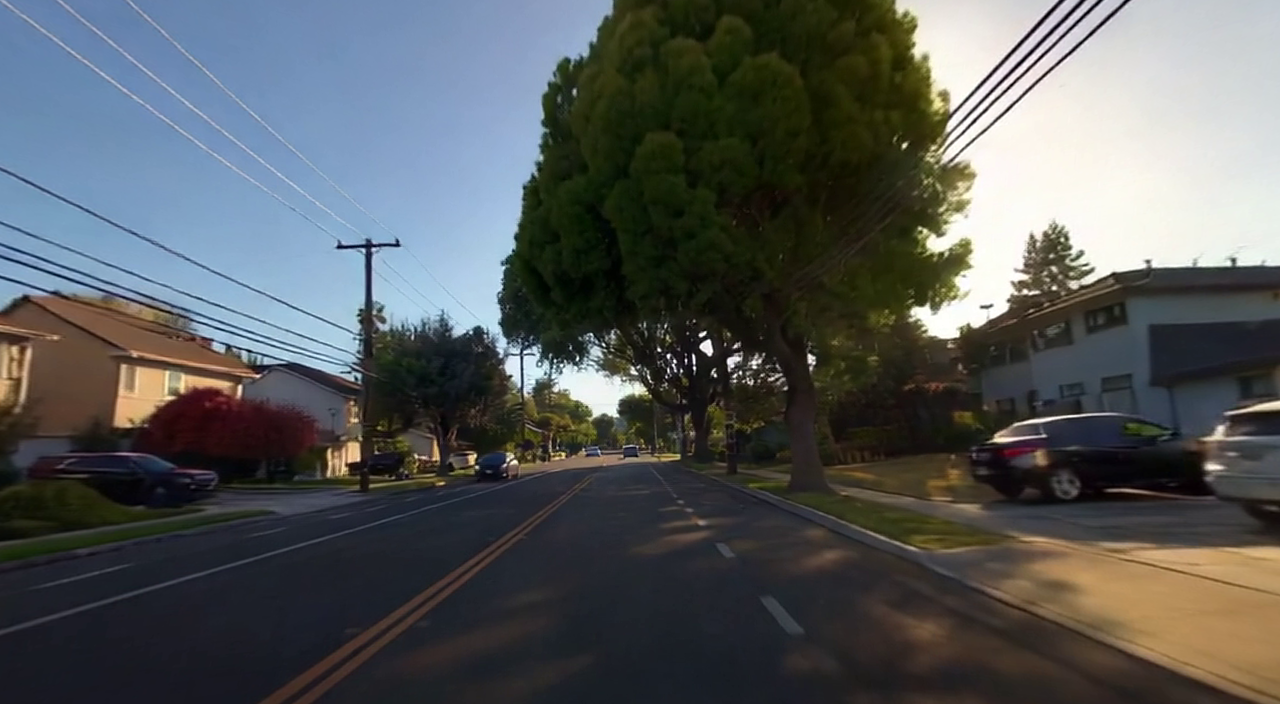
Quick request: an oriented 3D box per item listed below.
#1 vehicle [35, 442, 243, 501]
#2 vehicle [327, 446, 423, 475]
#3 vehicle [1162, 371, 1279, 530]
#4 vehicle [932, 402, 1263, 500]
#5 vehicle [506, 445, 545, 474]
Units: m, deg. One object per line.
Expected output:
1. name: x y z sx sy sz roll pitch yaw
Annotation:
1. vehicle: -15.126 3.612 19.295 4.501 1.689 2.106 0 -9 0
2. vehicle: -15.299 6.282 36.582 4.651 1.615 1.961 0 -9 1
3. vehicle: 9.502 1.257 8.063 3.994 1.854 1.872 1 -9 -3
4. vehicle: 9.248 2.050 13.204 5.212 1.853 2.062 0 -9 1
5. vehicle: -8.136 7.669 45.361 1.987 1.710 4.321 -4 -7 -1
